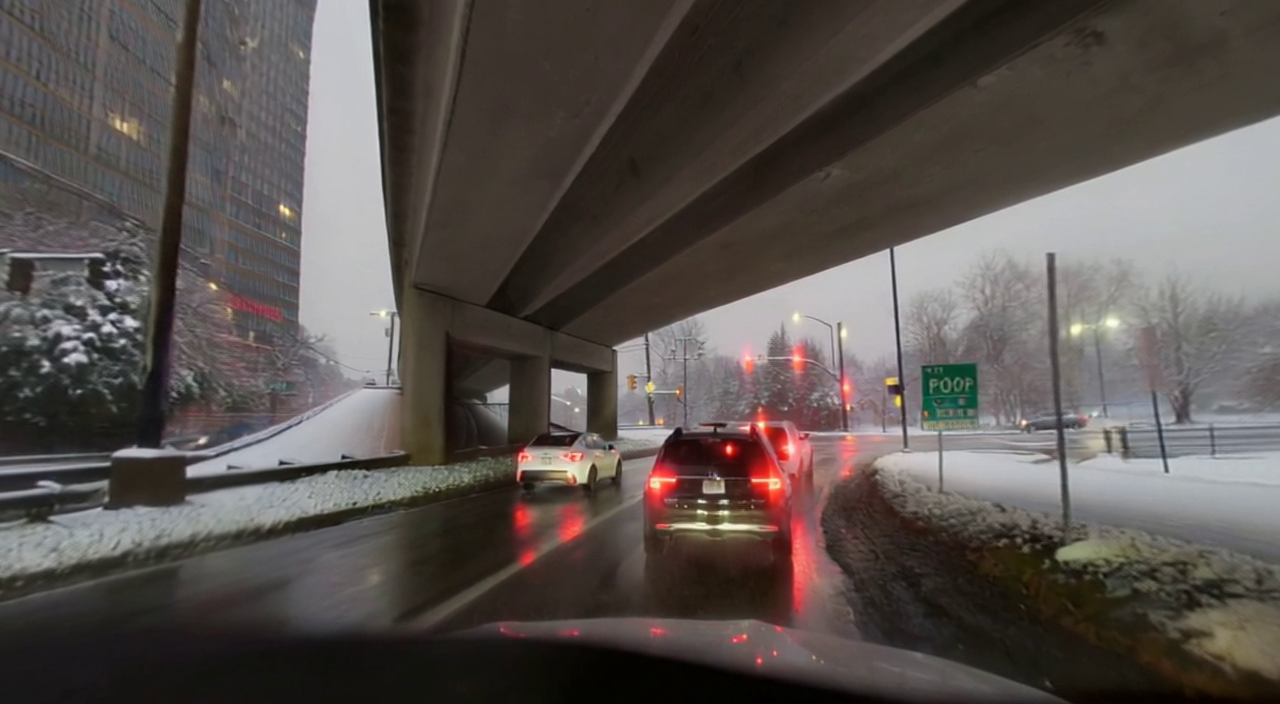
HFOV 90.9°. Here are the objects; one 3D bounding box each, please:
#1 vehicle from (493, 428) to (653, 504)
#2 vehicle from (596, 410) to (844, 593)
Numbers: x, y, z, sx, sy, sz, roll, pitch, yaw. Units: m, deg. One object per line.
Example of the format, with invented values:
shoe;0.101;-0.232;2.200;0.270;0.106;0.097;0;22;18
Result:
vehicle;-1.356;2.655;15.187;2.214;1.519;4.704;-3;-9;15
vehicle;1.044;1.637;7.839;2.195;1.571;4.353;-2;-8;10
